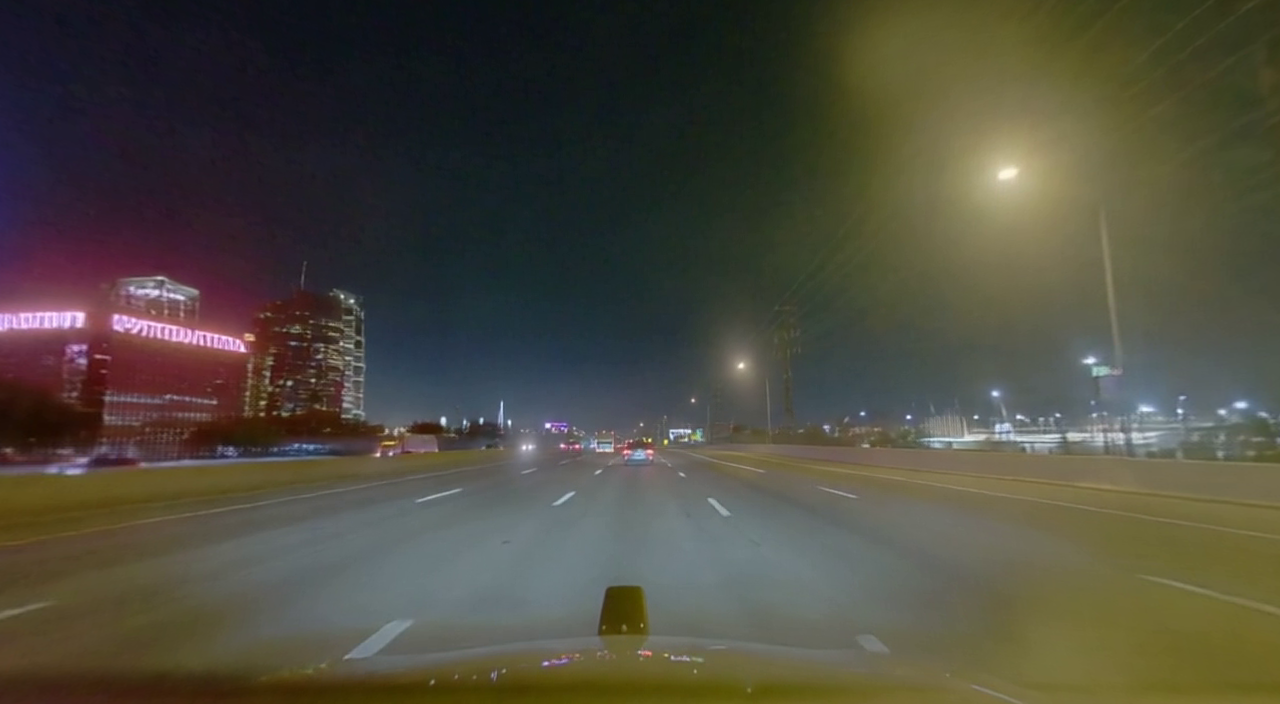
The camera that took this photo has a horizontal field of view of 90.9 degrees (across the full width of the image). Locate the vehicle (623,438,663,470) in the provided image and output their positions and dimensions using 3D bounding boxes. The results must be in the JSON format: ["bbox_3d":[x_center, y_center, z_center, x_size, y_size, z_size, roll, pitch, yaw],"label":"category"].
[{"bbox_3d":[0.164,5.040,31.369,1.891,1.444,3.968,0,-8,1],"label":"vehicle"}]
